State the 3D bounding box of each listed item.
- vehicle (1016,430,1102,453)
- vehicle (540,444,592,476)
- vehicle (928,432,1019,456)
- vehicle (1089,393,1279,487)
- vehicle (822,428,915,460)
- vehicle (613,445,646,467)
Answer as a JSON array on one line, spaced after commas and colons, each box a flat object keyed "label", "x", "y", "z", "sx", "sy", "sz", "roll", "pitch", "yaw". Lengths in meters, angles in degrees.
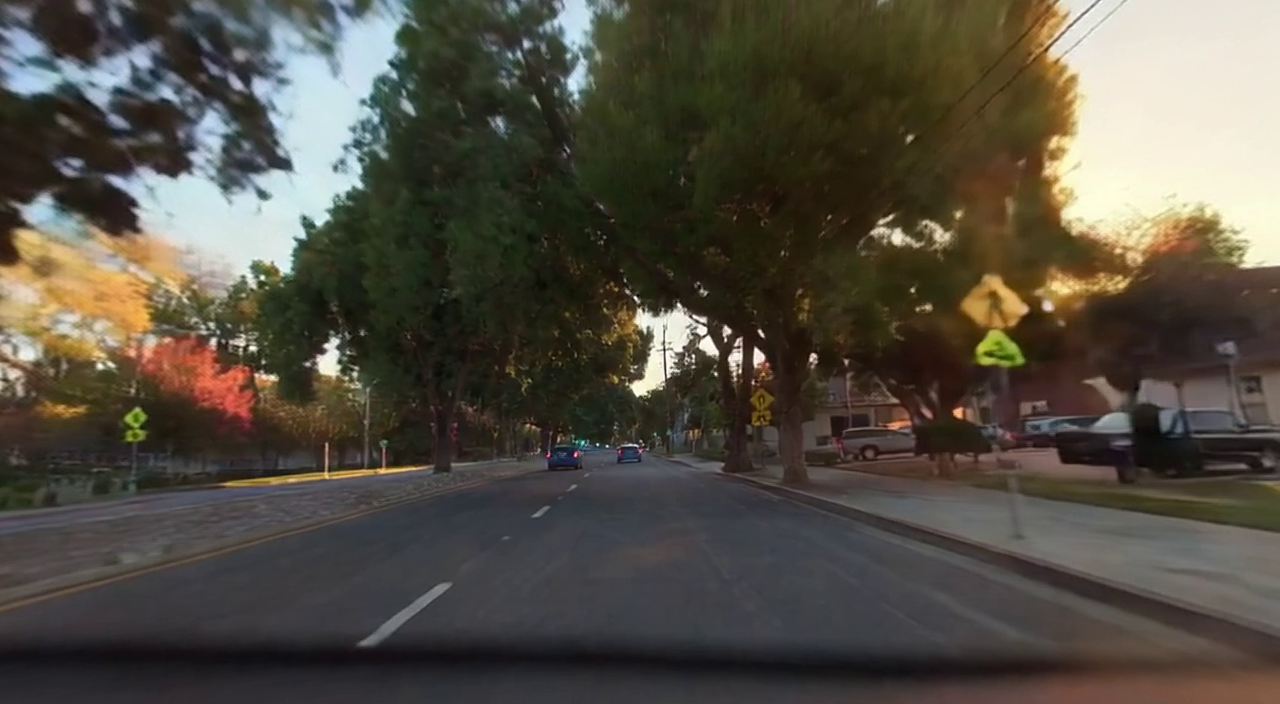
[{"label": "vehicle", "x": 28.261, "y": 6.043, "z": 42.523, "sx": 4.444, "sy": 1.482, "sz": 1.883, "roll": 0, "pitch": -9, "yaw": -4}, {"label": "vehicle", "x": -3.626, "y": 5.384, "z": 31.613, "sx": 2.083, "sy": 1.460, "sz": 4.527, "roll": 0, "pitch": -8, "yaw": -1}, {"label": "vehicle", "x": 22.381, "y": 6.198, "z": 42.368, "sx": 5.025, "sy": 1.532, "sz": 1.958, "roll": 0, "pitch": -9, "yaw": -1}, {"label": "vehicle", "x": 12.532, "y": 1.814, "z": 13.817, "sx": 4.442, "sy": 1.752, "sz": 2.008, "roll": 1, "pitch": -2, "yaw": -16}, {"label": "vehicle", "x": 15.205, "y": 6.162, "z": 42.143, "sx": 5.230, "sy": 2.007, "sz": 2.410, "roll": 0, "pitch": -9, "yaw": 1}, {"label": "vehicle", "x": -0.746, "y": 7.283, "z": 44.176, "sx": 2.187, "sy": 1.478, "sz": 4.138, "roll": 0, "pitch": -8, "yaw": -1}]
